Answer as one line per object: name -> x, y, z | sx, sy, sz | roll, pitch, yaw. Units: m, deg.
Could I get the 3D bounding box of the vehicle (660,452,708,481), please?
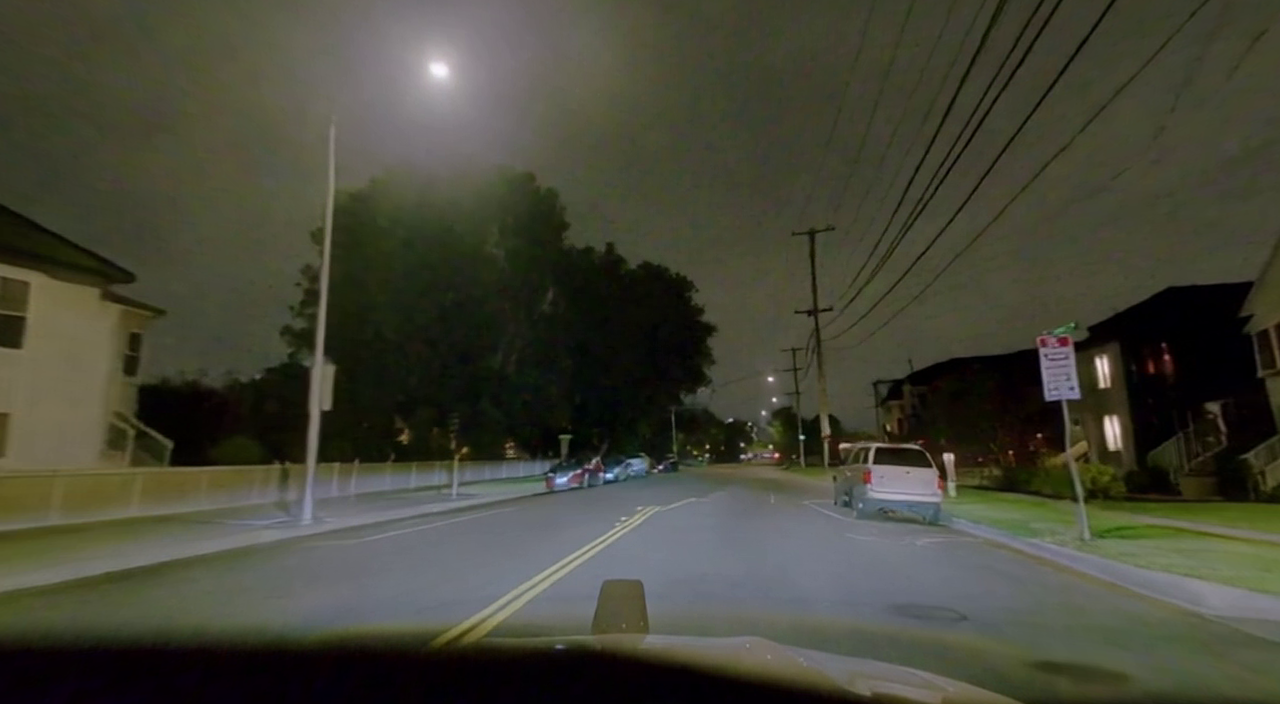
vehicle -> 2.512, 6.271, 34.838 | 2.079, 1.441, 4.541 | -2, -9, 11

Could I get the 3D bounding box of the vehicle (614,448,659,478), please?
vehicle -> -0.162, 7.377, 42.083 | 2.120, 1.799, 5.370 | -2, -9, 9

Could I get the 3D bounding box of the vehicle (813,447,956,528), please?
vehicle -> 5.202, 2.882, 14.137 | 2.014, 1.482, 4.599 | -1, -9, 9

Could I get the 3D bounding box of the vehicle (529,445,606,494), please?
vehicle -> -2.909, 4.835, 26.312 | 2.027, 1.695, 4.437 | -5, -9, 8
